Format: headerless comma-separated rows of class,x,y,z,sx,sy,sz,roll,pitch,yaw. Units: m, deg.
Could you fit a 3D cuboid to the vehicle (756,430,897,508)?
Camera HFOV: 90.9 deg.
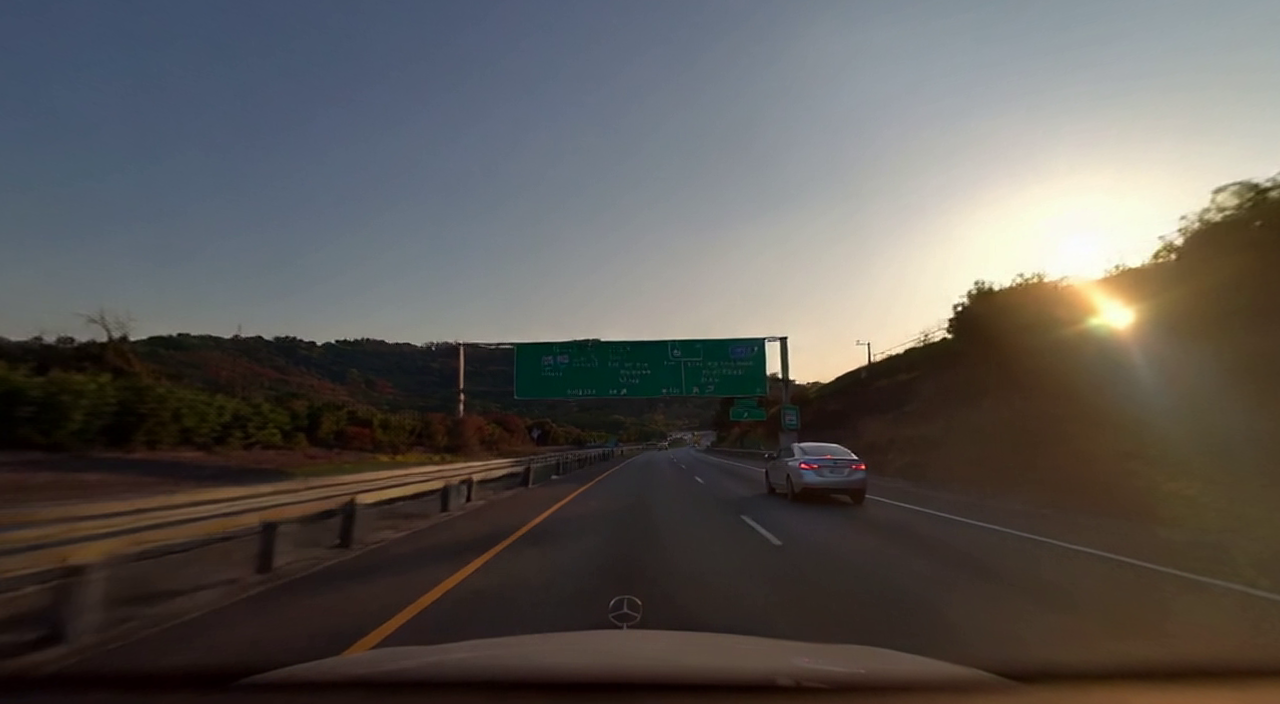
vehicle,4.095,2.644,14.631,1.997,1.515,4.025,-1,-8,0
